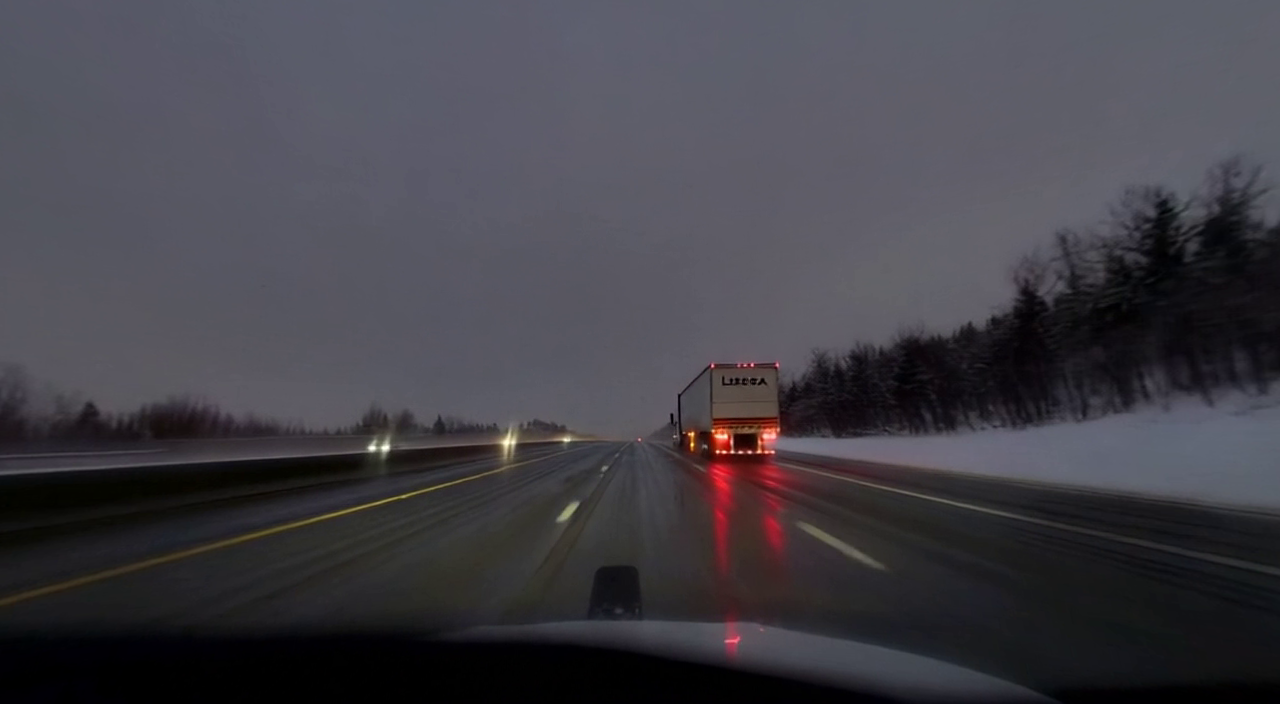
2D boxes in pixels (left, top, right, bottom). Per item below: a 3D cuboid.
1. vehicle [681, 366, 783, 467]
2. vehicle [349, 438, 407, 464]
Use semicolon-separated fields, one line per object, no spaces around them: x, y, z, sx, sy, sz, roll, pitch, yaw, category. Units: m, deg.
4.145;3.523;32.137;2.920;4.029;13.900;0;-8;-1;vehicle
-16.293;6.166;39.284;1.820;1.506;4.258;0;-8;0;vehicle
